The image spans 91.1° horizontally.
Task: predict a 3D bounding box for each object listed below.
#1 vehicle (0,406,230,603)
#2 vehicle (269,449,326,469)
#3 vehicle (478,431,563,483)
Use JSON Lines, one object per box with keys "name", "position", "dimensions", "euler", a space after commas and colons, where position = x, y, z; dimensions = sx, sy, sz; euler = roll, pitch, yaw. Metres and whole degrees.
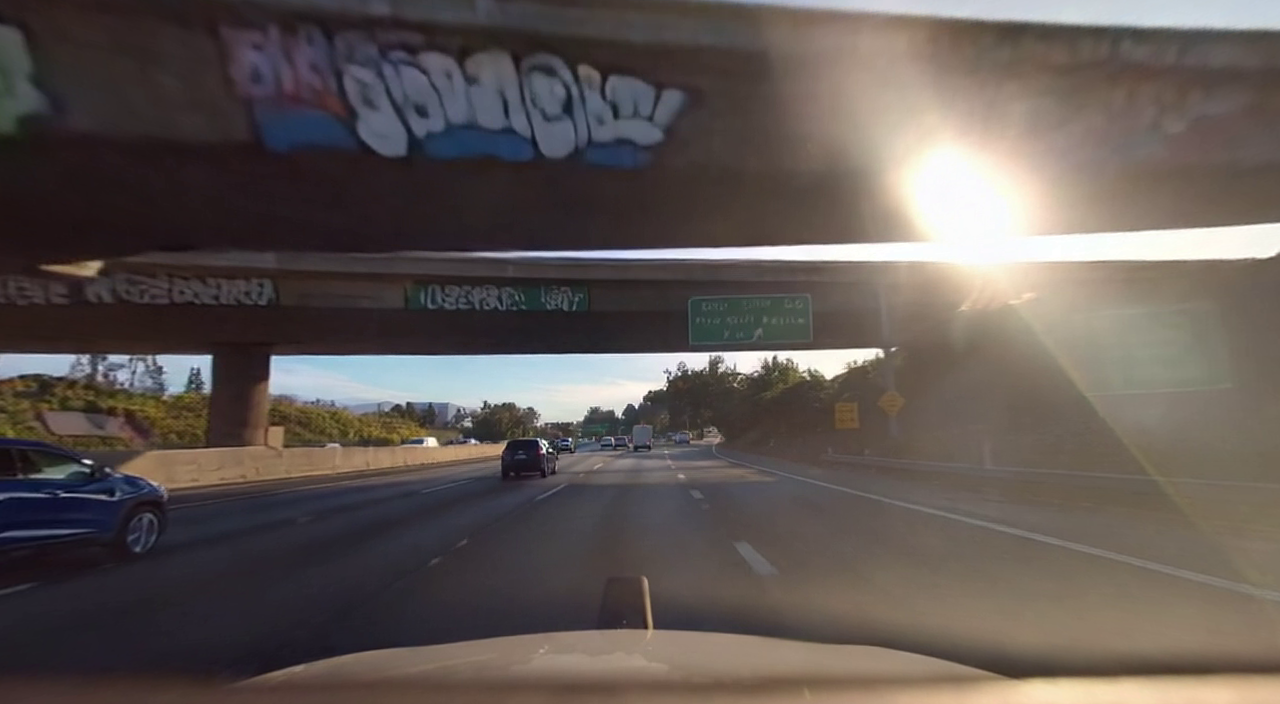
{"name": "vehicle", "position": [-6.372, 1.413, 6.210], "dimensions": [1.969, 1.633, 3.962], "euler": [0, -8, -1]}
{"name": "vehicle", "position": [-25.444, 7.934, 46.747], "dimensions": [1.799, 1.406, 4.243], "euler": [0, -8, 1]}
{"name": "vehicle", "position": [-4.147, 3.740, 22.661], "dimensions": [2.154, 1.693, 4.394], "euler": [0, -8, 1]}
